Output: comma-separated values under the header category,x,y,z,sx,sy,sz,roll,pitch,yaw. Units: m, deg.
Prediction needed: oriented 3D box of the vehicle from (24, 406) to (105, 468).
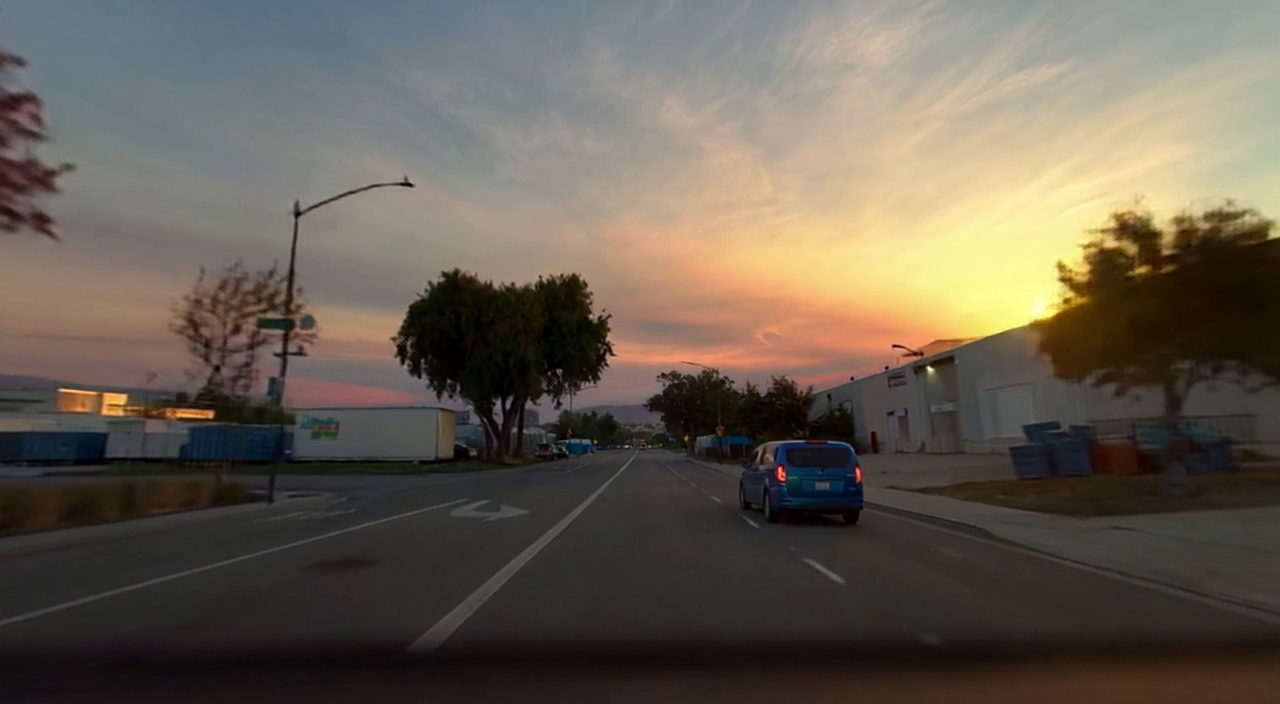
category,x,y,z,sx,sy,sz,roll,pitch,yaw
vehicle,-41.373,6.261,45.628,3.059,3.984,10.482,7,-12,-37

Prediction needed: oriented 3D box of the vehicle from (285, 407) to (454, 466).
category,x,y,z,sx,sy,sz,roll,pitch,yaw
vehicle,-19.535,6.199,46.088,10.797,4.039,3.044,1,-9,-1

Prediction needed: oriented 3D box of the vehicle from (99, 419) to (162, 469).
category,x,y,z,sx,sy,sz,roll,pitch,yaw
vehicle,-39.823,7.250,49.456,3.287,3.586,7.296,7,-12,-37

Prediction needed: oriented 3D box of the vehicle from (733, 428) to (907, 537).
category,x,y,z,sx,sy,sz,roll,pitch,yaw
vehicle,3.426,2.605,13.225,2.202,1.822,4.826,0,-9,0
